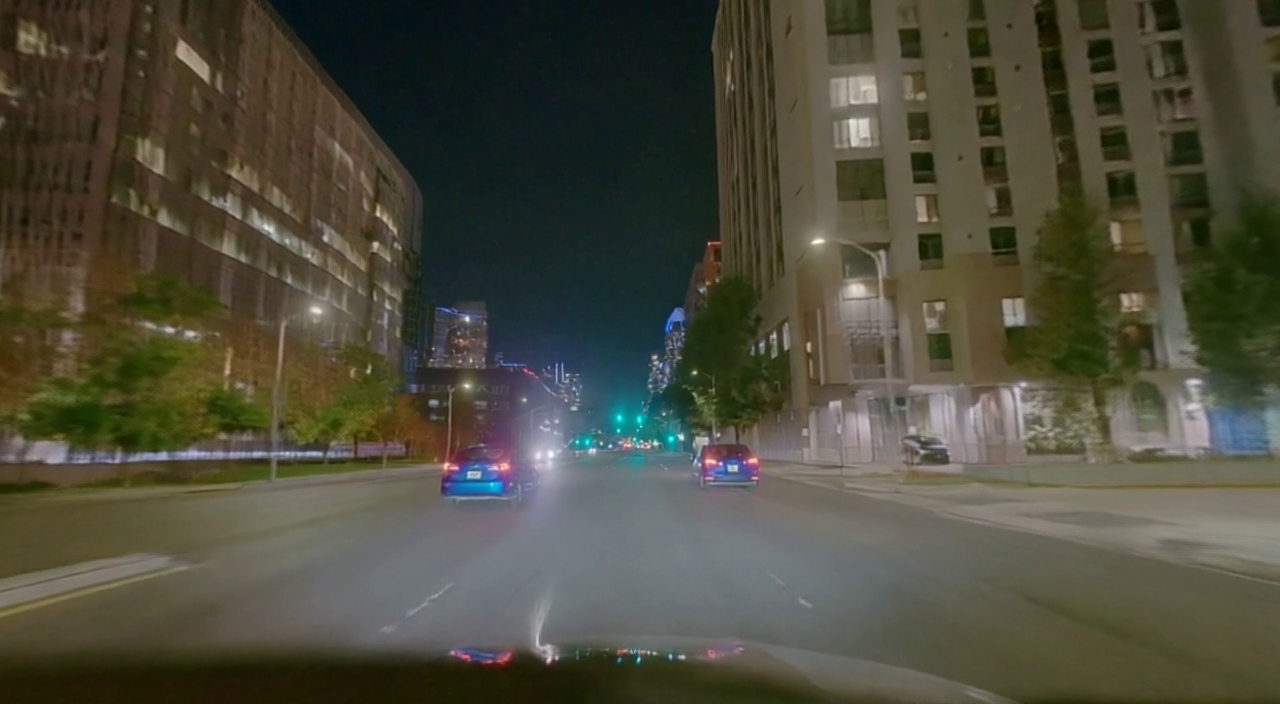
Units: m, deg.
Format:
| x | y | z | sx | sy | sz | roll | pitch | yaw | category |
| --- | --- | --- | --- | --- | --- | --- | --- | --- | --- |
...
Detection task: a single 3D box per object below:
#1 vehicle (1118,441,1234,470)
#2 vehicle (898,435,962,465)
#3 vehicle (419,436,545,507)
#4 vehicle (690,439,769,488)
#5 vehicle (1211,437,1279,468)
| x | y | z | sx | sy | sz | roll | pitch | yaw | category |
| --- | --- | --- | --- | --- | --- | --- | --- | --- | --- |
| 28.774 | 5.564 | 34.003 | 4.560 | 1.475 | 1.914 | 0 | -8 | -2 | vehicle |
| 19.455 | 6.594 | 42.621 | 1.961 | 1.861 | 4.757 | 0 | -8 | -1 | vehicle |
| -3.749 | 2.914 | 15.825 | 2.062 | 1.527 | 4.044 | 0 | -8 | 0 | vehicle |
| 2.927 | 3.752 | 21.624 | 1.978 | 1.471 | 4.426 | 0 | -8 | -1 | vehicle |
| 33.992 | 5.406 | 34.009 | 4.516 | 1.579 | 1.908 | 0 | -8 | 1 | vehicle |
